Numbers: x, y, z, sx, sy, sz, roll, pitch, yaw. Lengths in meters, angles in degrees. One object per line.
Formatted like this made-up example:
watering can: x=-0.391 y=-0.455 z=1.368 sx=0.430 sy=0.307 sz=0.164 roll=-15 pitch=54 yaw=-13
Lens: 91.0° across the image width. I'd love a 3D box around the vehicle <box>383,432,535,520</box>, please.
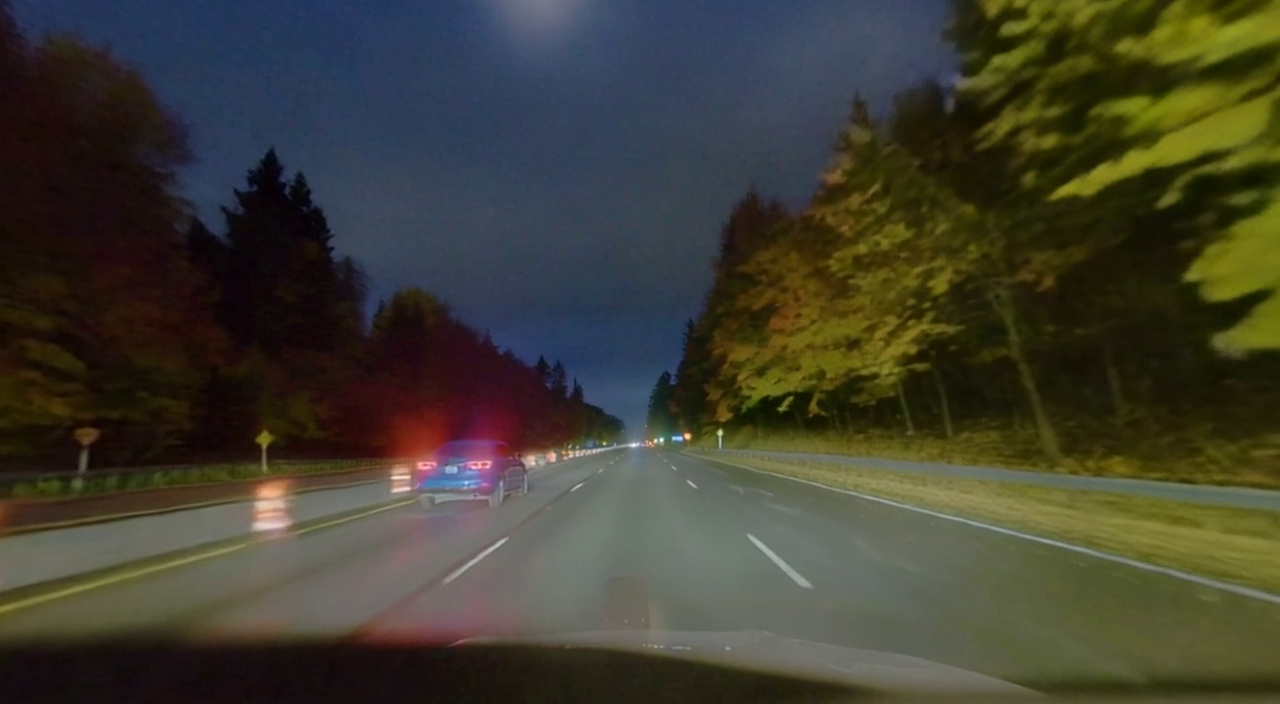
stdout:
vehicle: x=-3.509 y=2.462 z=13.057 sx=1.902 sy=1.505 sz=4.016 roll=0 pitch=-8 yaw=1
